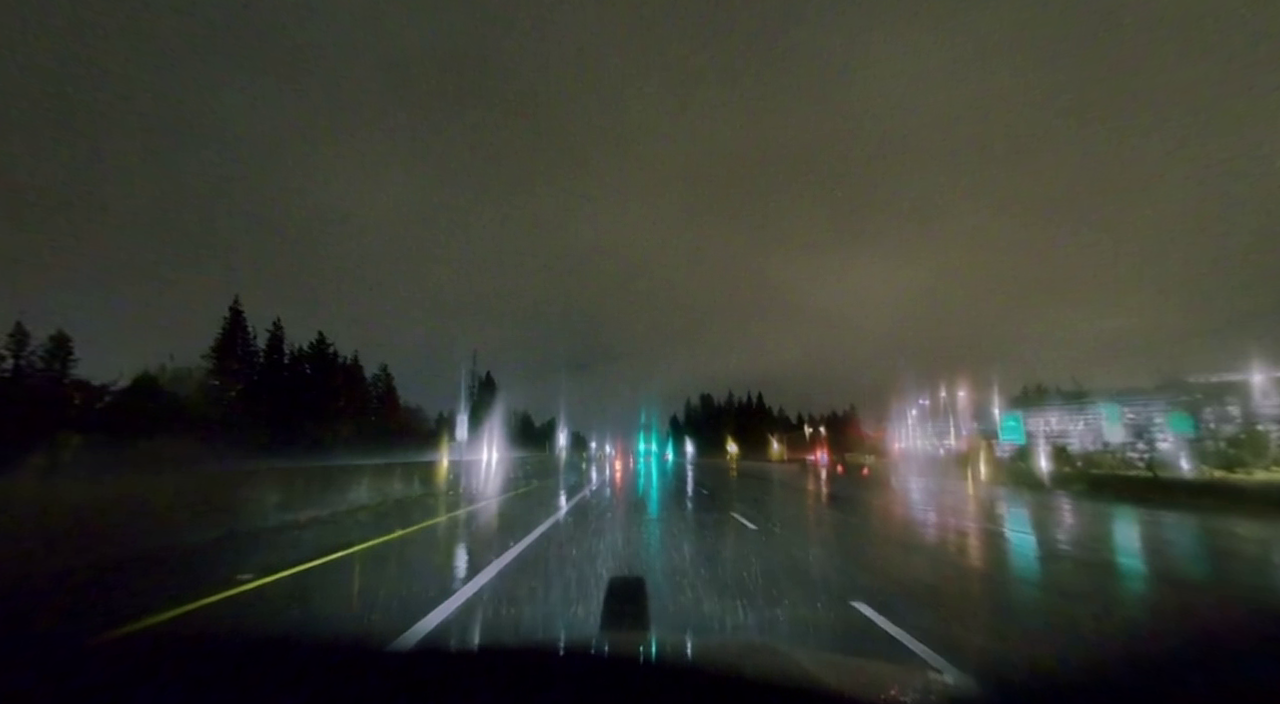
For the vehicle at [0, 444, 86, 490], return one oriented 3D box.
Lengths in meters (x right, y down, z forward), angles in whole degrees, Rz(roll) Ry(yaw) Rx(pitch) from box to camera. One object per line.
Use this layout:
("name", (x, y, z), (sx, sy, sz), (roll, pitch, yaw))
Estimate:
("vehicle", (-34.701, 6.258, 34.256), (2.624, 2.241, 7.387), (-1, -6, -1))
